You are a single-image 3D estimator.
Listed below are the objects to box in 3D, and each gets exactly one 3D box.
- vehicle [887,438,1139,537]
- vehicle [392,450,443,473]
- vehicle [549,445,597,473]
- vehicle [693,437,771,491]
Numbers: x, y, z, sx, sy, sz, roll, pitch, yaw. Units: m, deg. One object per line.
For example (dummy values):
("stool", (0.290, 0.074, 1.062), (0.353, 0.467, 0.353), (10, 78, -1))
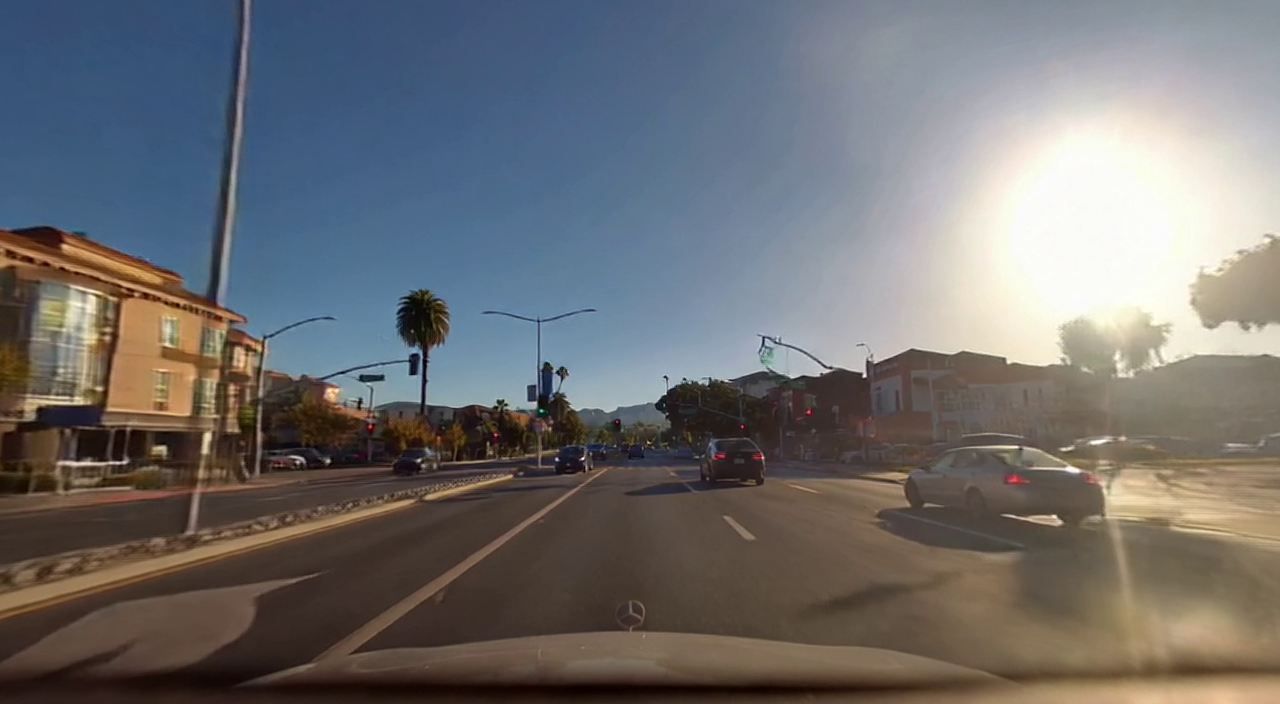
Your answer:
("vehicle", (6.513, 2.386, 11.802), (1.890, 1.471, 4.566), (0, -9, 0))
("vehicle", (-15.534, 7.640, 44.221), (1.902, 1.466, 4.463), (0, -9, 0))
("vehicle", (-3.644, 5.890, 34.963), (2.037, 1.472, 4.152), (0, -9, 3))
("vehicle", (3.002, 3.755, 21.533), (2.009, 1.639, 4.267), (0, -9, 0))
